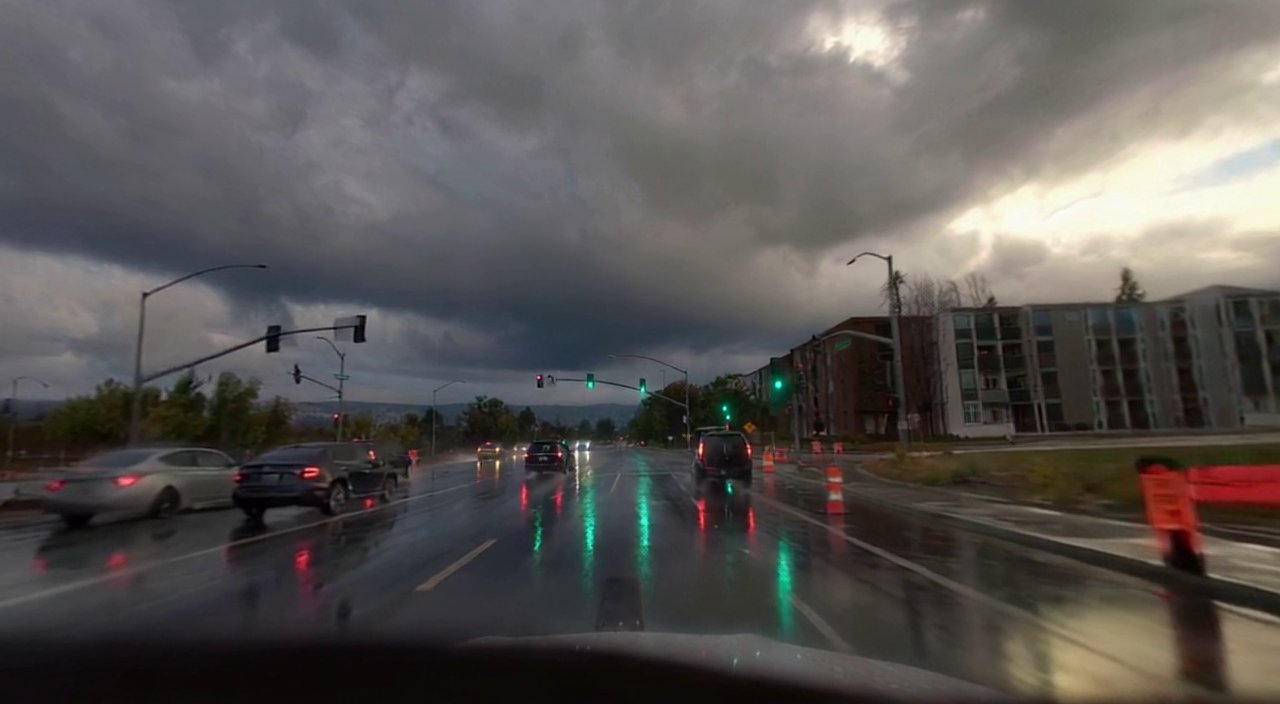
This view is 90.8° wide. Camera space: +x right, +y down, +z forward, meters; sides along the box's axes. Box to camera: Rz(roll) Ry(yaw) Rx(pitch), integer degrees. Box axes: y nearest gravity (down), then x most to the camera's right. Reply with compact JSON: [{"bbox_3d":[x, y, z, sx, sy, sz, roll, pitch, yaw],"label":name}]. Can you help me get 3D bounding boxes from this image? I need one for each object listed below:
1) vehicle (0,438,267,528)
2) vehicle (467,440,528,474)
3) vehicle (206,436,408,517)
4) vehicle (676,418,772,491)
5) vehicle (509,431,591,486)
[{"bbox_3d":[-9.898,2.531,12.865,1.874,1.492,4.475,0,-9,0],"label":"vehicle"},{"bbox_3d":[-6.704,4.959,30.099,1.993,1.492,3.666,0,-9,0],"label":"vehicle"},{"bbox_3d":[-7.068,2.672,14.123,1.928,1.488,4.635,0,-8,1],"label":"vehicle"},{"bbox_3d":[2.278,2.959,18.431,2.197,1.835,4.316,0,-9,0],"label":"vehicle"},{"bbox_3d":[-2.895,3.532,21.242,2.121,1.654,3.993,0,-8,1],"label":"vehicle"}]
